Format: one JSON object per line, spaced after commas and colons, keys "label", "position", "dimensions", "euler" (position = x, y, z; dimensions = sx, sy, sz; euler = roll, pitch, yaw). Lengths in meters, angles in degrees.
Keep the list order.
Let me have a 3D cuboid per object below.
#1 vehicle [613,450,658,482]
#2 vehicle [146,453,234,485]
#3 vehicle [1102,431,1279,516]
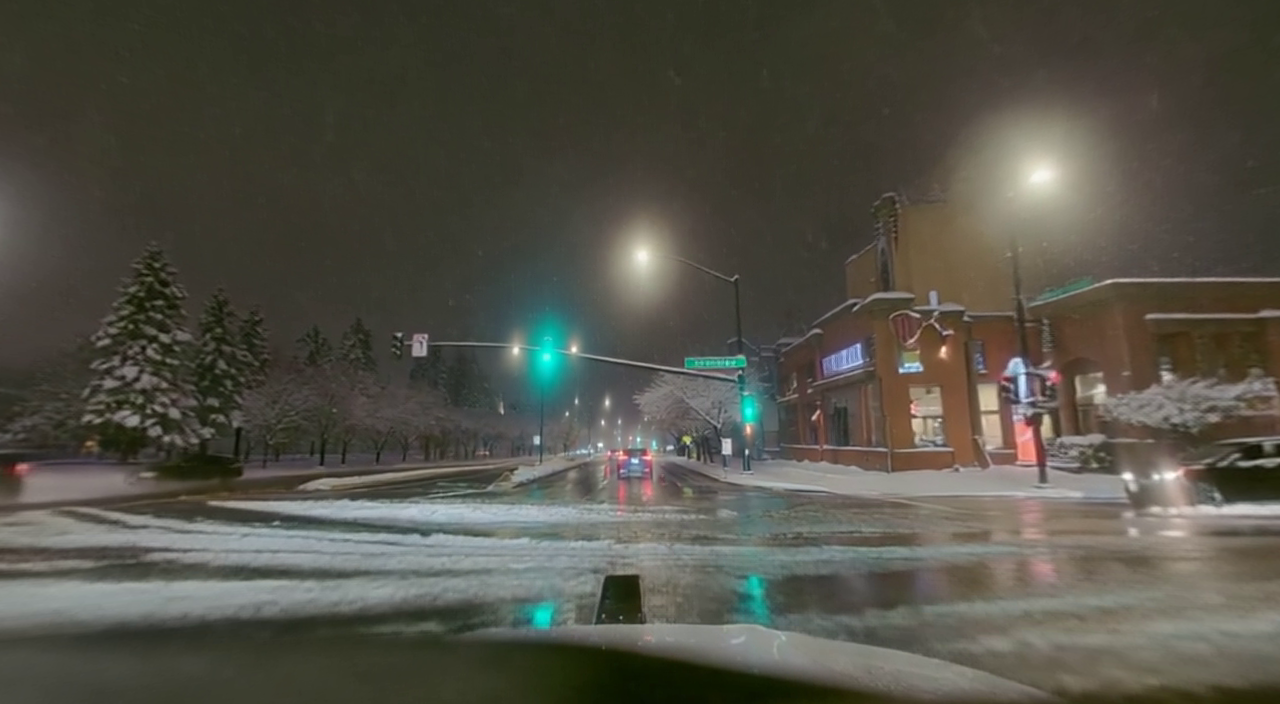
{"label": "vehicle", "position": [-0.187, 5.688, 31.818], "dimensions": [2.115, 1.461, 3.976], "euler": [0, -8, 1]}
{"label": "vehicle", "position": [-26.891, 6.972, 37.957], "dimensions": [1.969, 1.693, 4.461], "euler": [0, -8, 1]}
{"label": "vehicle", "position": [14.497, 2.866, 15.171], "dimensions": [5.174, 1.878, 2.000], "euler": [0, -8, -1]}
